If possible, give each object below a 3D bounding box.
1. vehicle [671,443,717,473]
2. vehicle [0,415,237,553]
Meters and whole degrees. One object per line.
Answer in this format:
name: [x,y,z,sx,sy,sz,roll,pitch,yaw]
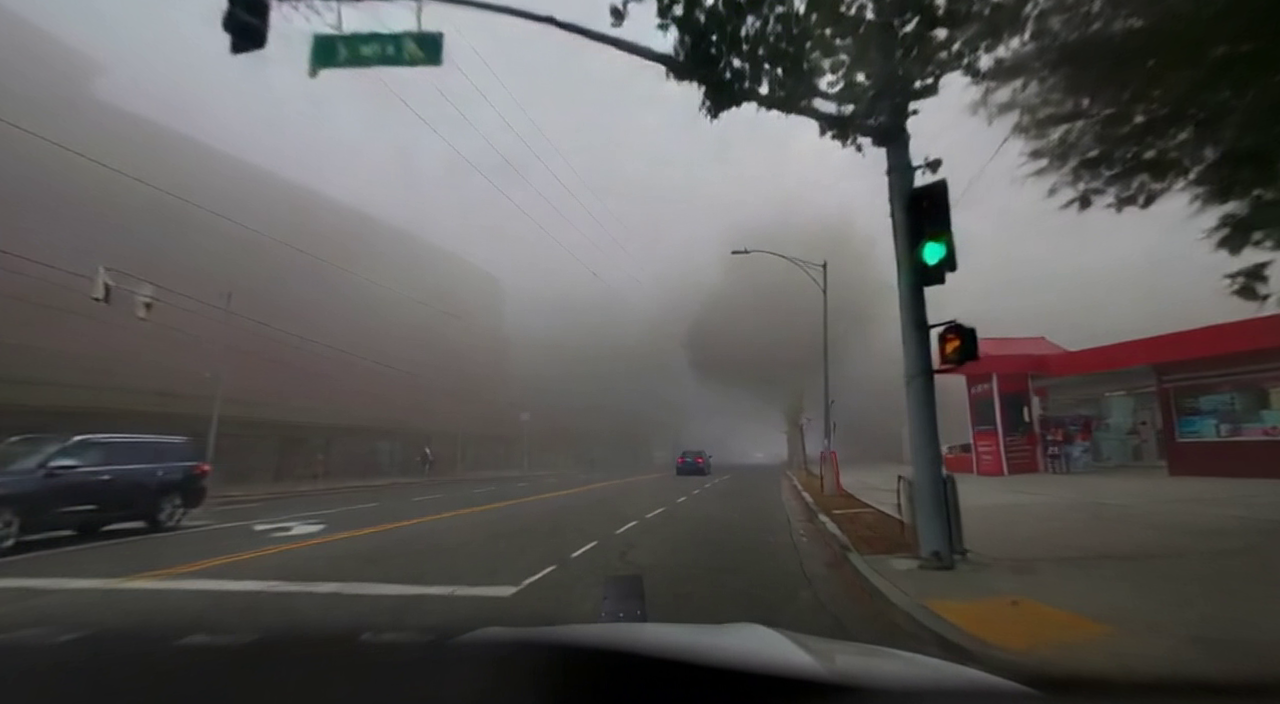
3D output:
vehicle: [3.353,6.458,38.755,2.101,1.721,4.364,-2,-9,14]
vehicle: [-8.722,1.893,9.487,2.017,1.684,4.483,-1,-9,7]
